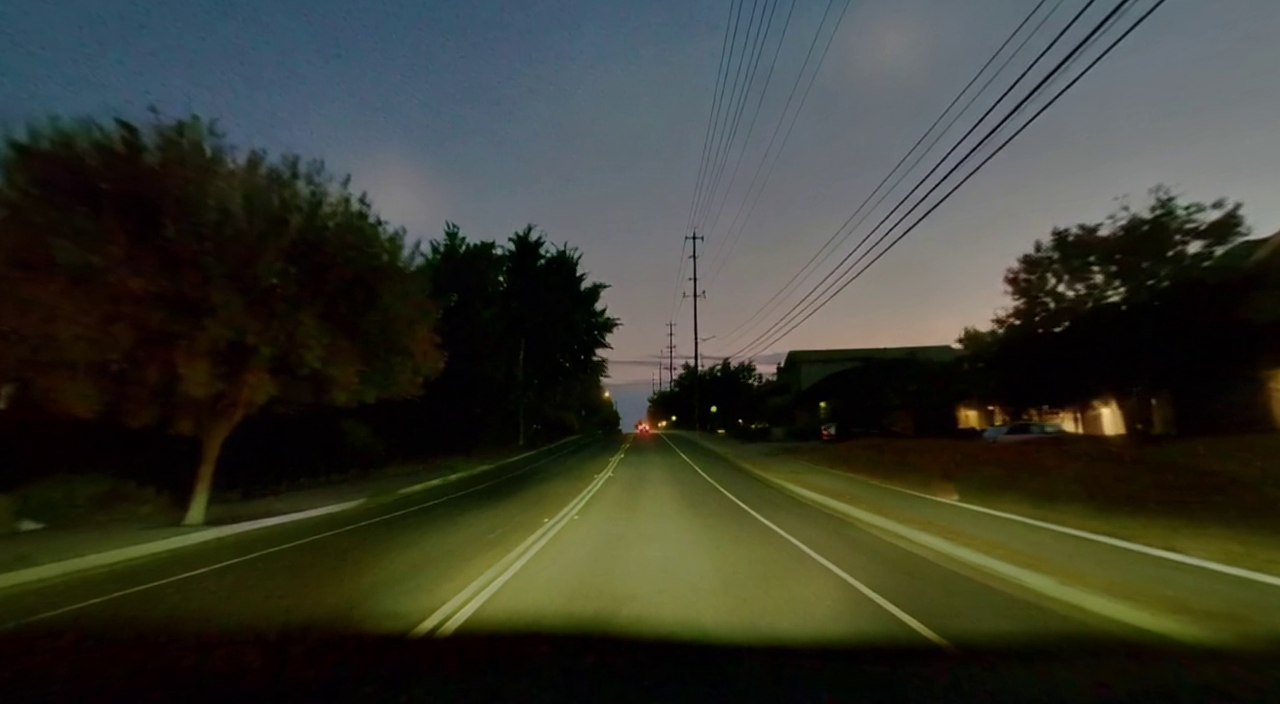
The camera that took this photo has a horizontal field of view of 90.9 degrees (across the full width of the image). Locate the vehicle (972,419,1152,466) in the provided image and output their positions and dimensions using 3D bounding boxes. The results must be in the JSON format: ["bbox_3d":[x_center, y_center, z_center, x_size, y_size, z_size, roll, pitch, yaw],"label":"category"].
[{"bbox_3d":[15.044,3.318,22.923,5.046,1.548,2.174,-4,-9,24],"label":"vehicle"}]

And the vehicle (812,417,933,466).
[{"bbox_3d":[10.582,4.159,28.767,4.707,1.794,2.303,-9,-14,29],"label":"vehicle"}]
